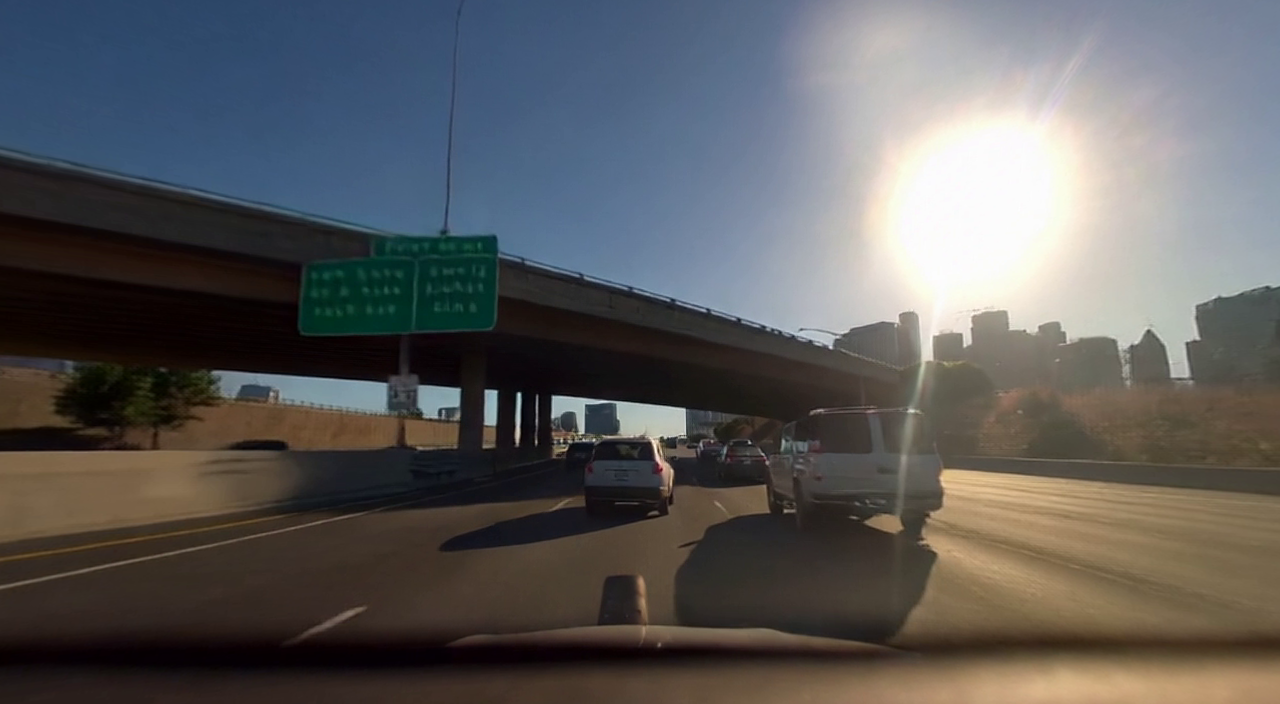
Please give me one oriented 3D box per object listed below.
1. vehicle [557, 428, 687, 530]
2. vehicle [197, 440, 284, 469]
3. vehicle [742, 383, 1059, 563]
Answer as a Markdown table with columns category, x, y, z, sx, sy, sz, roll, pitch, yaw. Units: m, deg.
| category | x | y | z | sx | sy | sz | roll | pitch | yaw |
| --- | --- | --- | --- | --- | --- | --- | --- | --- | --- |
| vehicle | -0.240 | 2.369 | 12.304 | 2.099 | 1.640 | 4.134 | 0 | -9 | 2 |
| vehicle | -22.822 | 5.846 | 36.074 | 1.940 | 1.537 | 4.508 | 0 | -9 | 2 |
| vehicle | 3.475 | 1.827 | 10.222 | 2.732 | 2.065 | 5.826 | 0 | -9 | 1 |
